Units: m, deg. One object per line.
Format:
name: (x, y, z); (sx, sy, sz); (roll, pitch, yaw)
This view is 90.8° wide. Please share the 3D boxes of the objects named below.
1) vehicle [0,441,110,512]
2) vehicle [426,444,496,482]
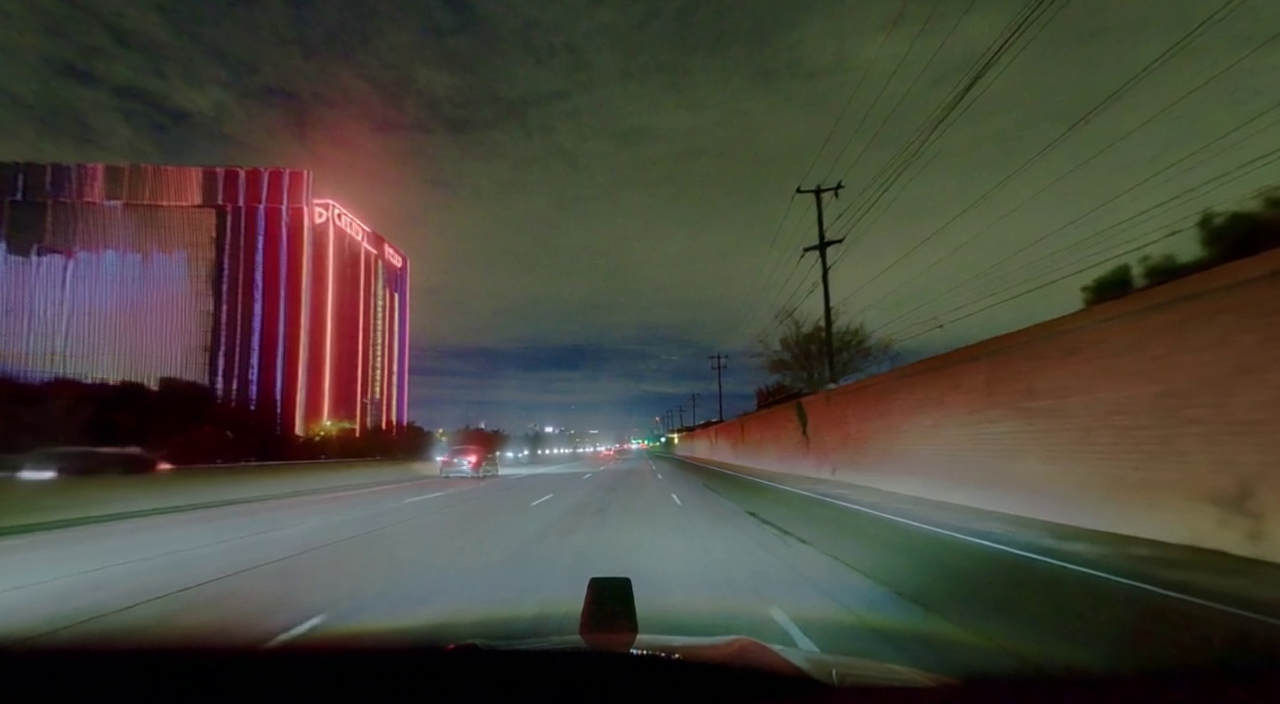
vehicle: (-14.907, 2.801, 14.333); (1.935, 1.535, 4.391); (0, -9, 0)
vehicle: (-8.026, 5.000, 28.703); (2.013, 1.574, 3.923); (0, -9, 0)
